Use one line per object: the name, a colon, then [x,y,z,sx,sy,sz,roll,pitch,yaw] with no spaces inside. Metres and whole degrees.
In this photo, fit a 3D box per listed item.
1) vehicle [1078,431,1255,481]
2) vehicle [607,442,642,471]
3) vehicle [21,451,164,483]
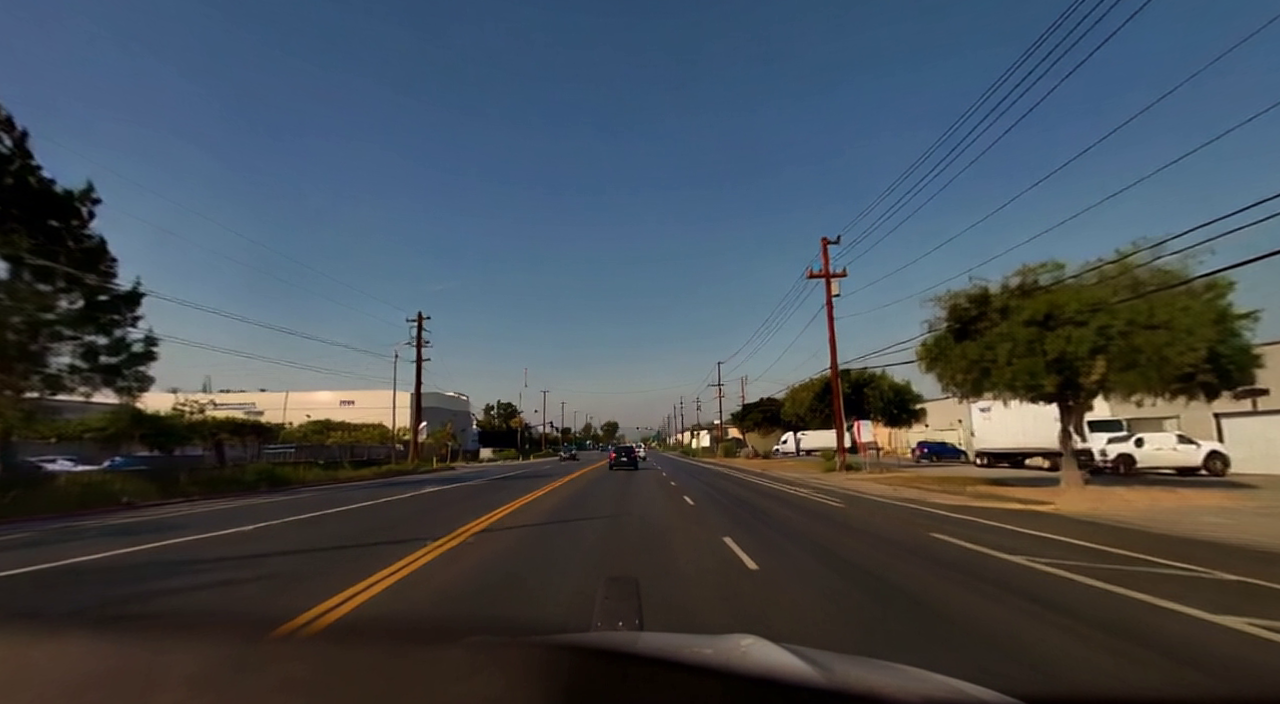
vehicle: [23.366,4.647,28.263,5.669,2.073,2.297,-1,-9,2]
vehicle: [-0.875,6.149,37.170,1.937,1.588,3.746,0,-9,0]
vehicle: [-26.384,5.537,30.619,4.728,1.431,2.287,0,-9,-2]
